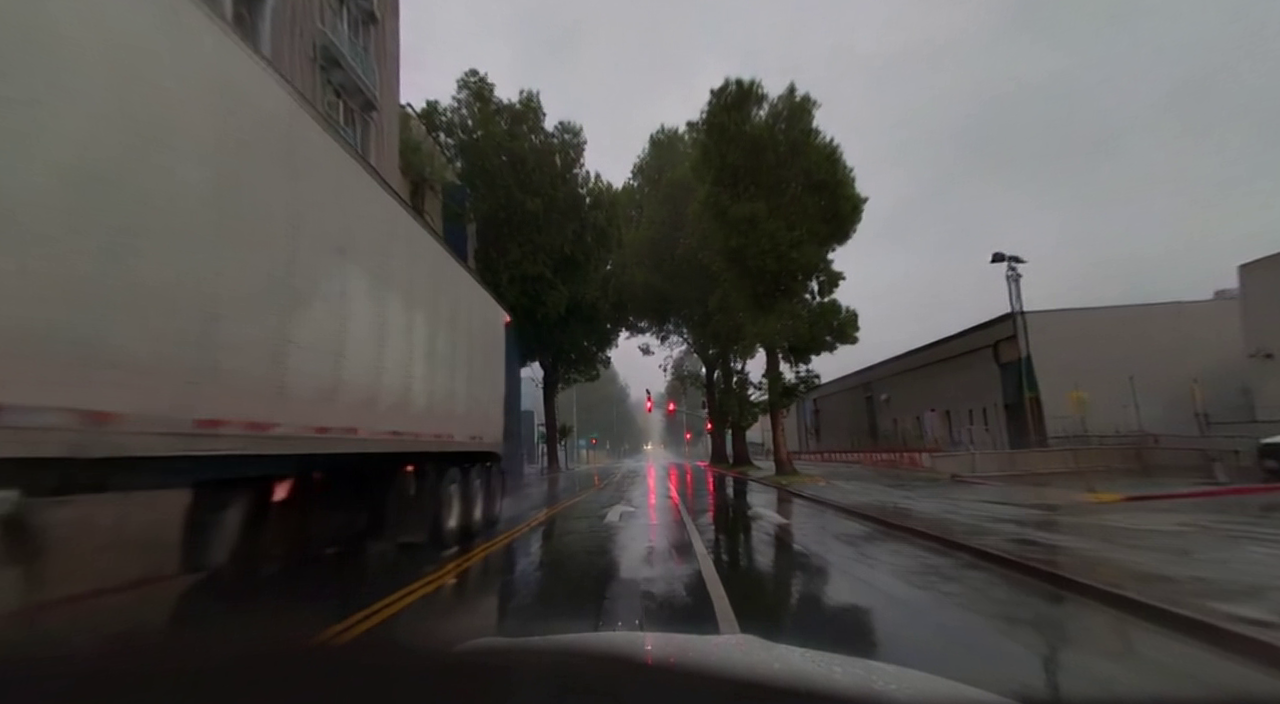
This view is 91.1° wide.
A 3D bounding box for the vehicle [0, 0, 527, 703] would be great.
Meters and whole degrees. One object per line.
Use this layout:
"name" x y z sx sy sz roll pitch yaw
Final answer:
"vehicle" -4.139 0.232 5.456 3.160 4.343 15.392 -1 -9 1
